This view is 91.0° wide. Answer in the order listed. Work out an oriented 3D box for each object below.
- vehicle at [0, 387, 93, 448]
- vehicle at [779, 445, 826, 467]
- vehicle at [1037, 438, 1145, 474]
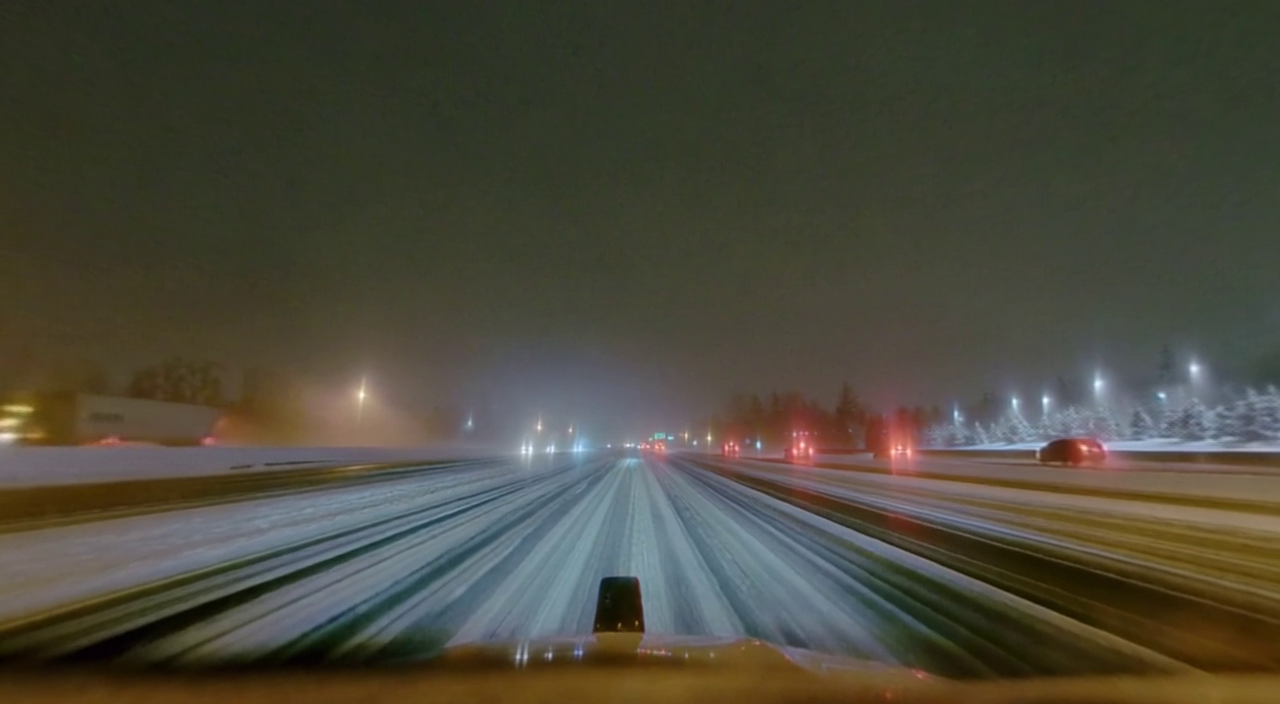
[{"bbox_3d":[-41.284,4.443,41.548,3.048,3.722,7.897,0,-8,0],"label":"vehicle"},{"bbox_3d":[11.695,7.500,45.559,2.017,1.478,4.364,0,-8,-3],"label":"vehicle"},{"bbox_3d":[25.562,5.876,35.953,2.074,1.881,5.056,1,-8,-5],"label":"vehicle"}]
